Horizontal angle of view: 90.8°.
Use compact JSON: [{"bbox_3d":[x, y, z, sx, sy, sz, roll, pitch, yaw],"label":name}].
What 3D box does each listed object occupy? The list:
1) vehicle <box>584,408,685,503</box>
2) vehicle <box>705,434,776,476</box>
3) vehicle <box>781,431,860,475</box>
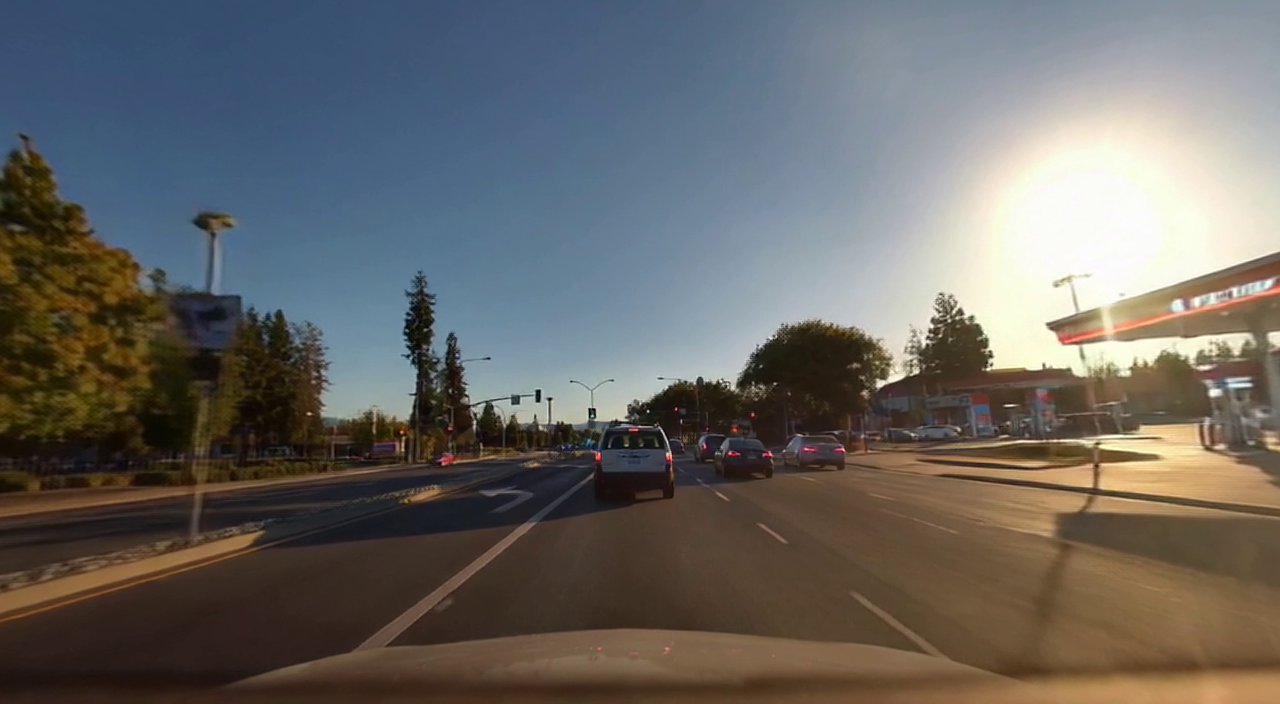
[{"bbox_3d":[-0.126,2.445,15.226,2.038,1.917,4.900,0,-8,0],"label":"vehicle"},{"bbox_3d":[3.783,3.969,24.550,1.940,1.474,4.234,0,-8,-2],"label":"vehicle"},{"bbox_3d":[7.036,3.973,25.084,1.793,1.585,4.130,0,-8,-1],"label":"vehicle"}]
